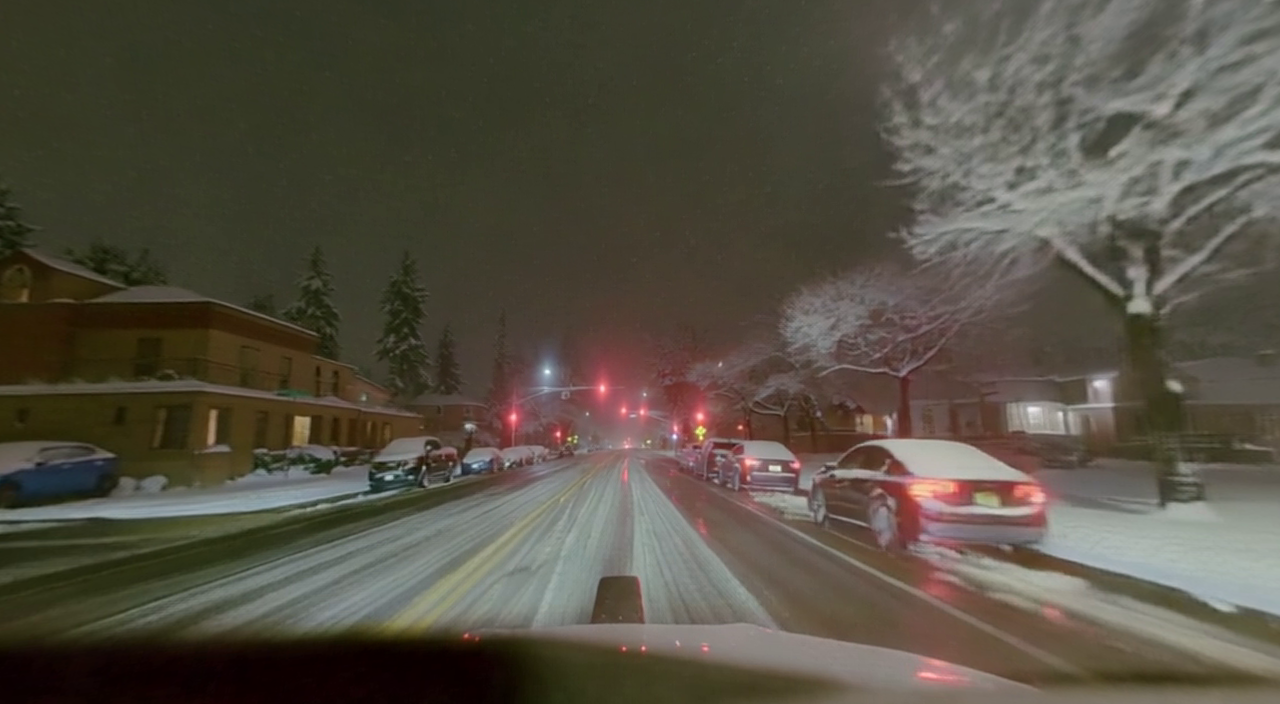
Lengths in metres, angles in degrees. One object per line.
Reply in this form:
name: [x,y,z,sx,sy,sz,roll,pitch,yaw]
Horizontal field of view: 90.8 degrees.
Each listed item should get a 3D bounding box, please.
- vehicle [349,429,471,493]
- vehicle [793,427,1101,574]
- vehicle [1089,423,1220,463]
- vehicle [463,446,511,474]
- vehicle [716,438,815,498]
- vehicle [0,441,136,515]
vehicle: [-8.089,3.904,23.007,2.420,2.004,5.615,0,-9,-1]
vehicle: [3.833,1.913,8.993,1.955,1.536,4.395,0,-9,-4]
vehicle: [24.599,4.373,30.314,4.476,1.795,2.055,0,-9,-2]
vehicle: [-8.509,6.006,35.438,1.860,1.476,4.594,0,-9,-4]
vehicle: [3.451,3.282,18.252,1.809,1.513,4.264,0,-9,-3]
vehicle: [-14.586,2.930,15.077,1.848,1.562,3.827,0,-8,1]
